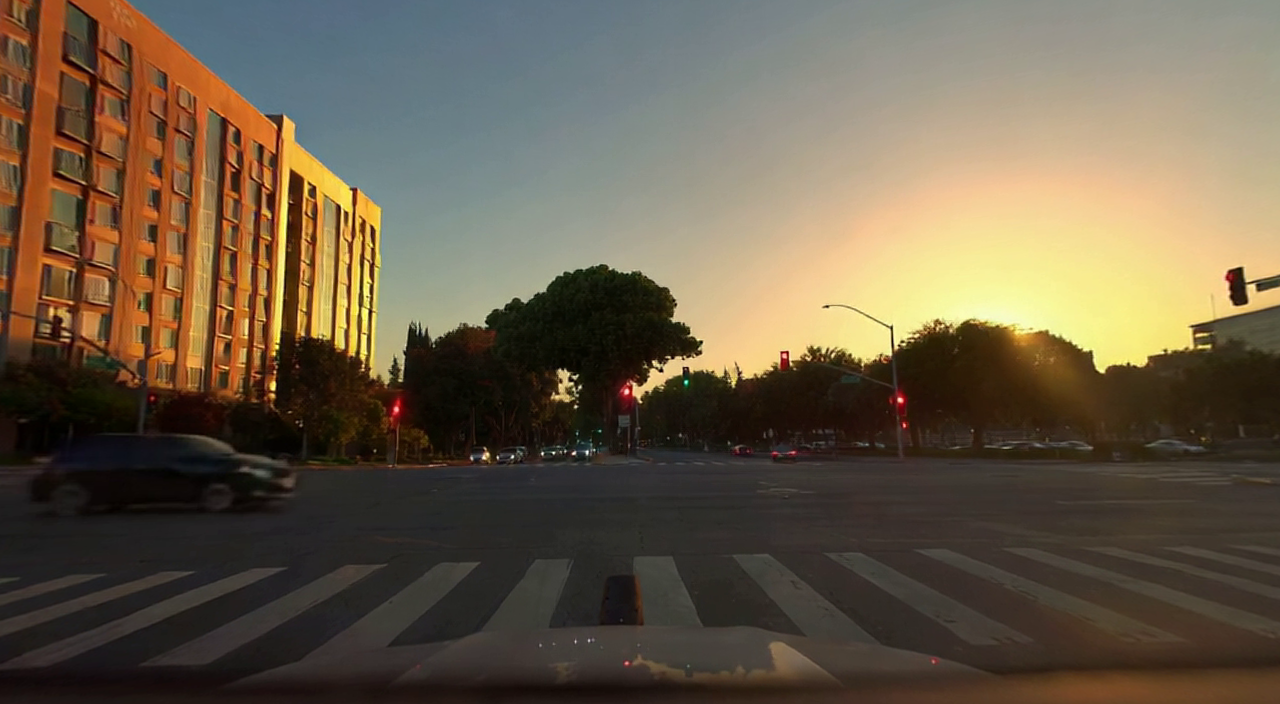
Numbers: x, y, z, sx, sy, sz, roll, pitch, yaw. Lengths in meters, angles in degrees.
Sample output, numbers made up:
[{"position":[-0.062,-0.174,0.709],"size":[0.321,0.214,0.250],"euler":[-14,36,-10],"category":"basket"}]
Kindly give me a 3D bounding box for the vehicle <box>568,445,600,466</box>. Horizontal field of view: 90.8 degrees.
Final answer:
[{"position":[-4.343,8.126,49.742],"size":[2.130,1.613,4.121],"euler":[0,-8,0],"category":"vehicle"}]

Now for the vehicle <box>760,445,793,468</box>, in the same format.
[{"position":[9.083,6.925,42.135],"size":[2.043,1.454,4.424],"euler":[-2,-9,11],"category":"vehicle"}]

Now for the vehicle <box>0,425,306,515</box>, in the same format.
[{"position":[-10.166,2.457,13.491],"size":[4.853,1.719,1.986],"euler":[1,-8,-6],"category":"vehicle"}]
